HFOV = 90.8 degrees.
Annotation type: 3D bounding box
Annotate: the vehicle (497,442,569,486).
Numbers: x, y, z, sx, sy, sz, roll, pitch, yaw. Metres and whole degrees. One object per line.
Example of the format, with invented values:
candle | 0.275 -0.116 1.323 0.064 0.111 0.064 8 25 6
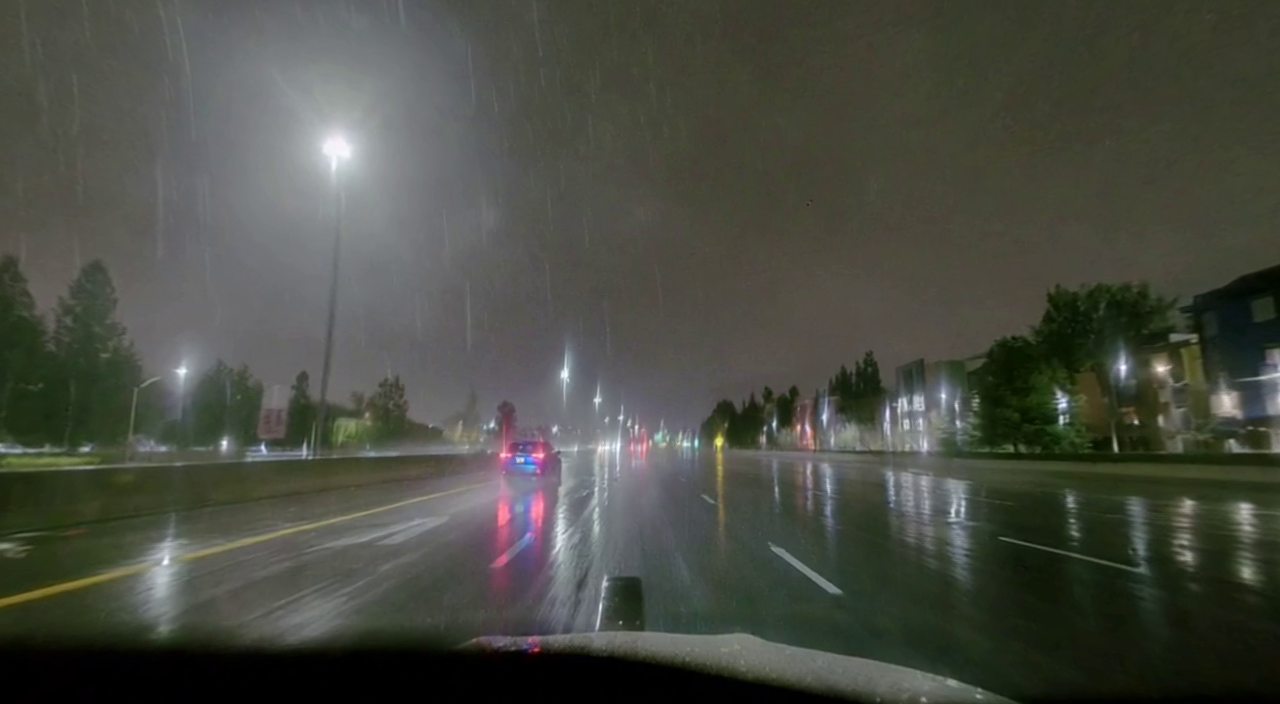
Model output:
vehicle | -3.900 4.145 23.753 1.900 1.492 4.495 0 -9 0
